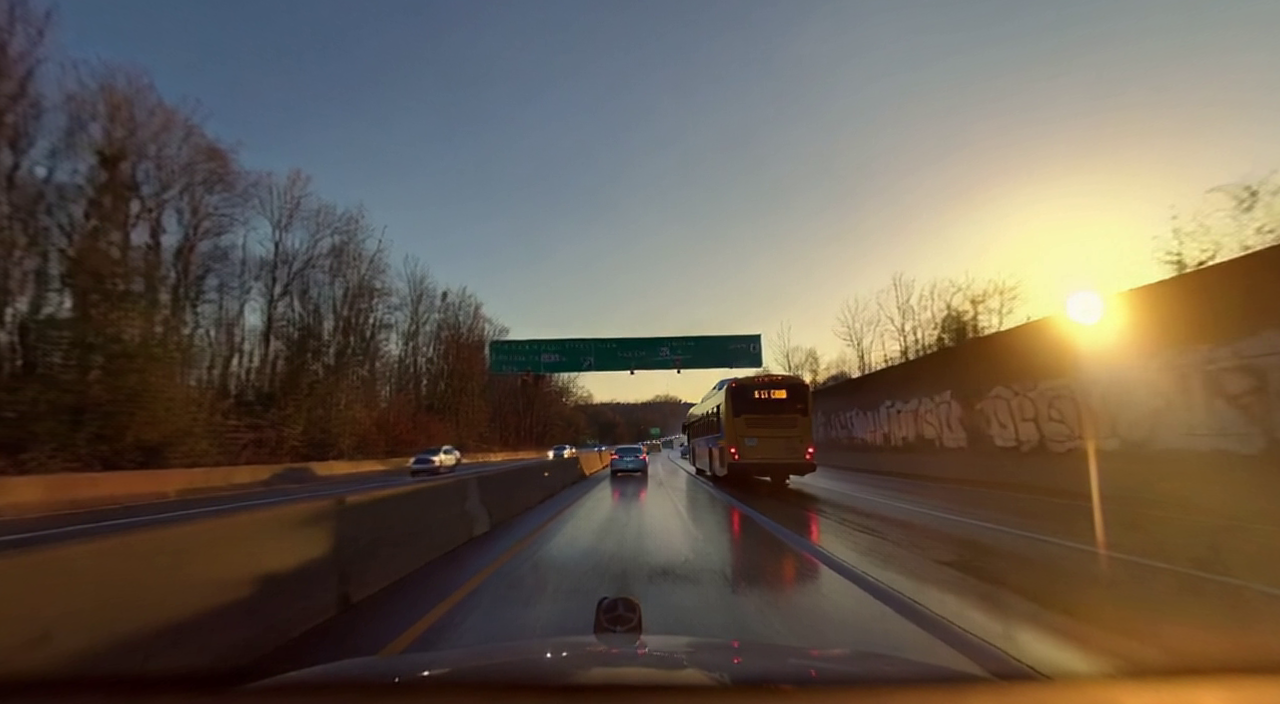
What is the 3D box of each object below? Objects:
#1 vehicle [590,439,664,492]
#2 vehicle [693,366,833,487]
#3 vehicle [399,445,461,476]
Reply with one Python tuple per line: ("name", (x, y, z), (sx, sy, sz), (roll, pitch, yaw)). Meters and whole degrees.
("vehicle", (-0.340, 3.659, 20.525), (2.160, 1.532, 4.073), (-1, -9, 1))
("vehicle", (4.078, 3.118, 24.436), (3.055, 3.479, 12.521), (-1, -9, 1))
("vehicle", (-12.282, 6.373, 37.005), (2.029, 1.647, 4.323), (-1, -9, 2))
